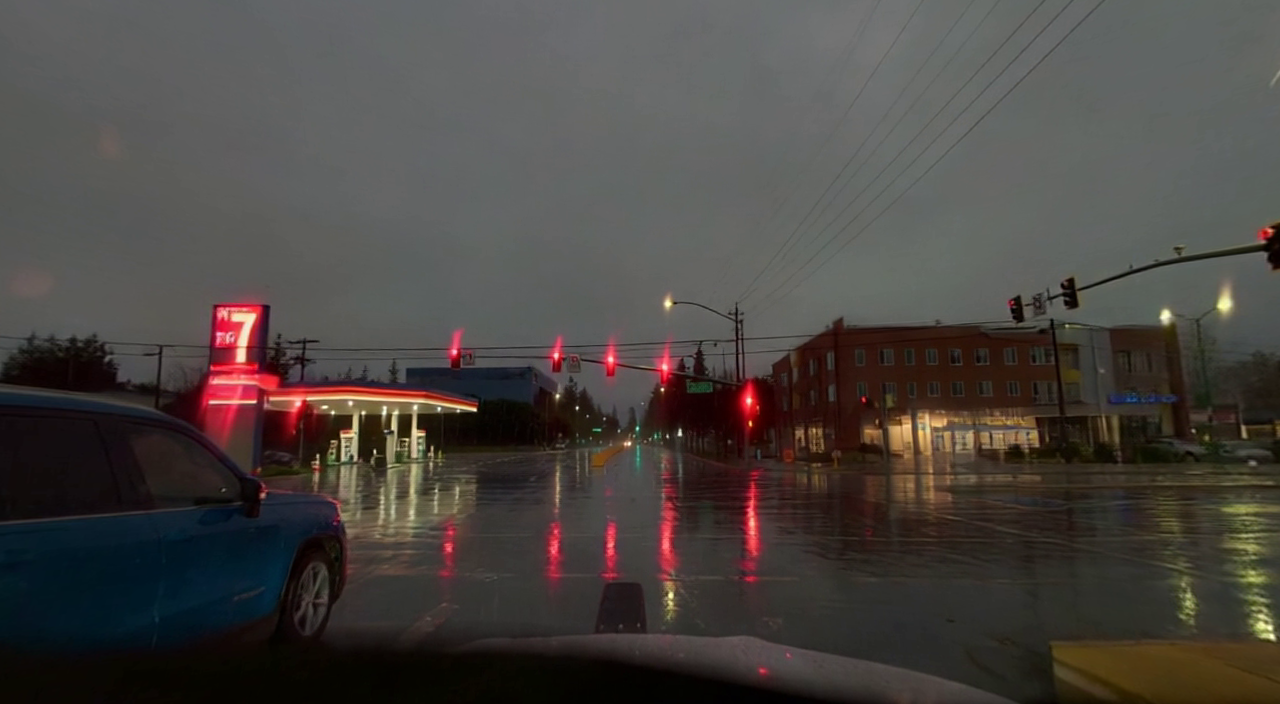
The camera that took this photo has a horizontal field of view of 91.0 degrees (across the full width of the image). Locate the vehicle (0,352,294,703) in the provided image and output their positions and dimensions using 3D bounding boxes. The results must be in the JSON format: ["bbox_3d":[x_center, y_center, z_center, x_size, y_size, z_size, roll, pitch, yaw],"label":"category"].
[{"bbox_3d":[-3.420,0.806,2.033,2.053,1.690,4.364,0,-9,1],"label":"vehicle"}]

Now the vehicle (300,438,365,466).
[{"bbox_3d":[-20.466,6.680,42.145,2.004,1.699,4.486,0,-9,1],"label":"vehicle"}]
